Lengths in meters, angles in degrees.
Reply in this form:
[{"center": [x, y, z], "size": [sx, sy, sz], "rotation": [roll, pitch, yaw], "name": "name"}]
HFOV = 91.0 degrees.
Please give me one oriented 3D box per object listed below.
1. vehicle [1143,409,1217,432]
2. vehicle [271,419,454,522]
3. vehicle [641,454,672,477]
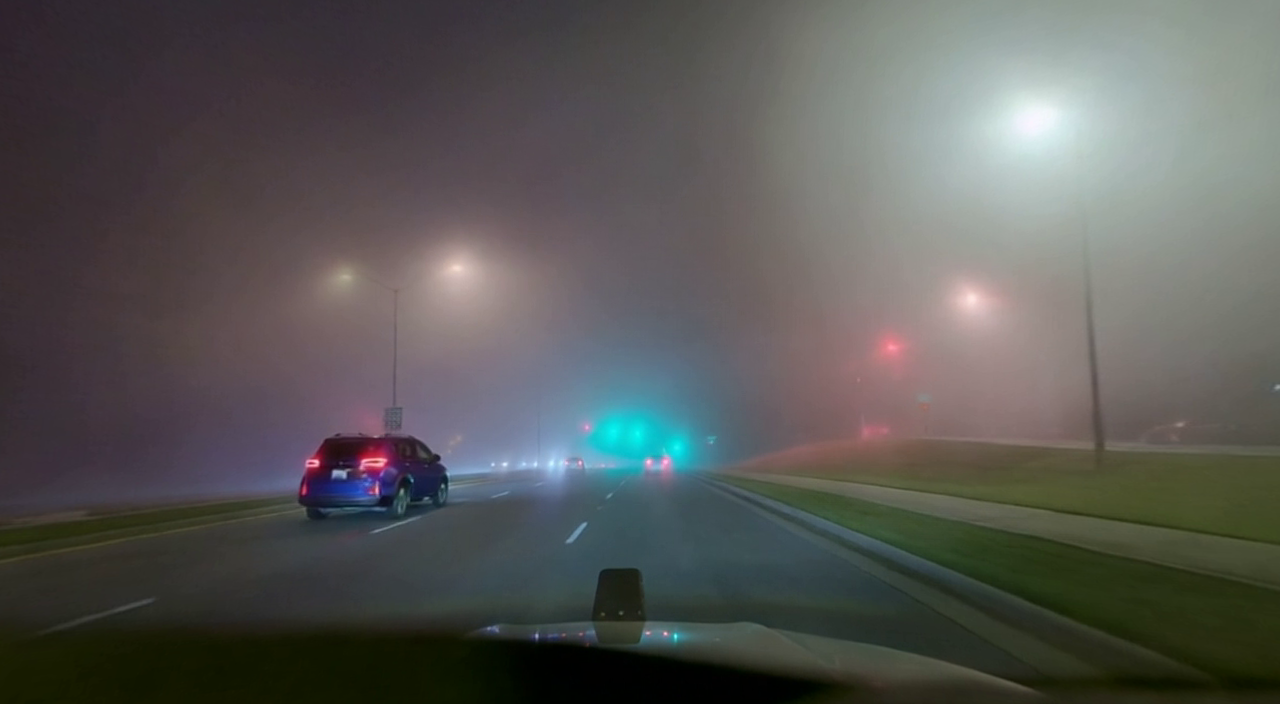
[{"center": [39.224, 5.022, 45.870], "size": [1.772, 1.504, 4.322], "rotation": [-1, -9, 5], "name": "vehicle"}, {"center": [-5.837, 2.536, 13.961], "size": [2.027, 1.908, 4.273], "rotation": [0, -9, 1], "name": "vehicle"}, {"center": [1.124, 7.980, 44.553], "size": [2.091, 1.494, 3.962], "rotation": [0, -9, 0], "name": "vehicle"}]
